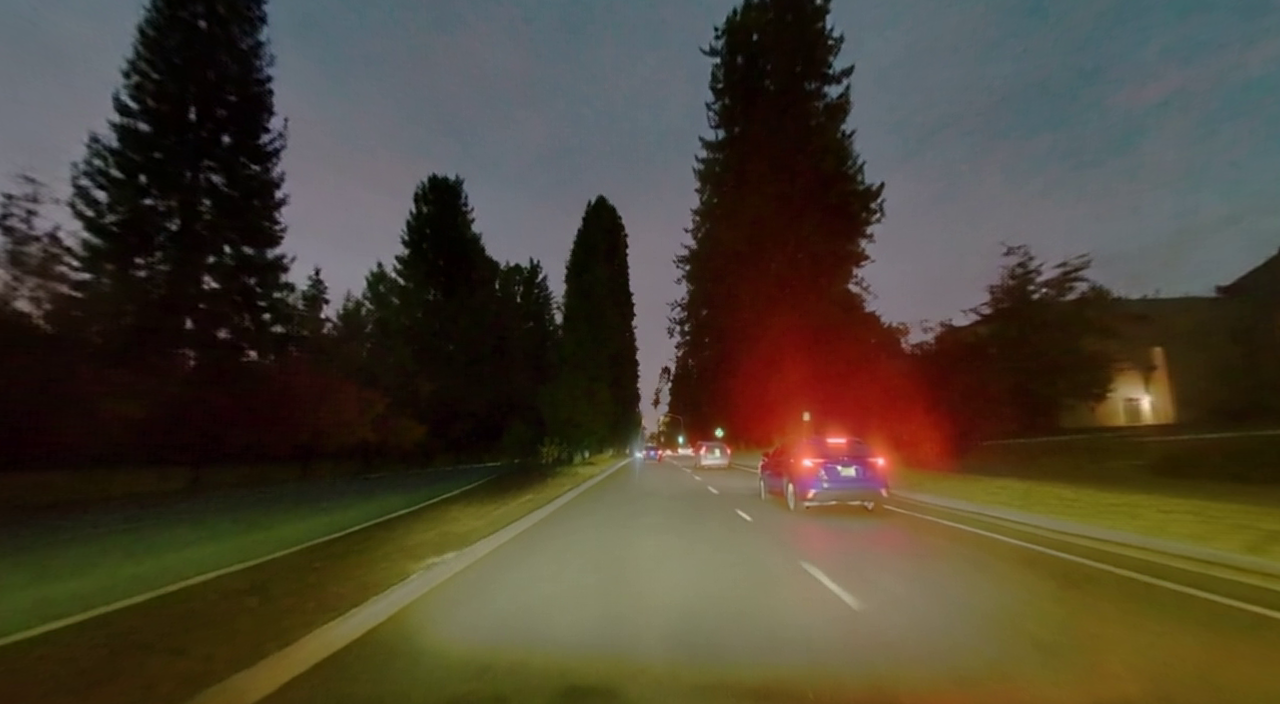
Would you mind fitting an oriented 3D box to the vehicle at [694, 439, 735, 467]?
[{"bbox_3d":[4.615,6.328,39.722,2.110,1.666,3.912,0,-8,0],"label":"vehicle"}]

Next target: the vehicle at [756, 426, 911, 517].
[{"bbox_3d":[3.944,2.488,13.687,2.052,1.639,4.123,0,-8,0],"label":"vehicle"}]

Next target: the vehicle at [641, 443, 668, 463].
[{"bbox_3d":[1.095,7.865,49.327,2.026,1.466,4.282,0,-8,1],"label":"vehicle"}]
